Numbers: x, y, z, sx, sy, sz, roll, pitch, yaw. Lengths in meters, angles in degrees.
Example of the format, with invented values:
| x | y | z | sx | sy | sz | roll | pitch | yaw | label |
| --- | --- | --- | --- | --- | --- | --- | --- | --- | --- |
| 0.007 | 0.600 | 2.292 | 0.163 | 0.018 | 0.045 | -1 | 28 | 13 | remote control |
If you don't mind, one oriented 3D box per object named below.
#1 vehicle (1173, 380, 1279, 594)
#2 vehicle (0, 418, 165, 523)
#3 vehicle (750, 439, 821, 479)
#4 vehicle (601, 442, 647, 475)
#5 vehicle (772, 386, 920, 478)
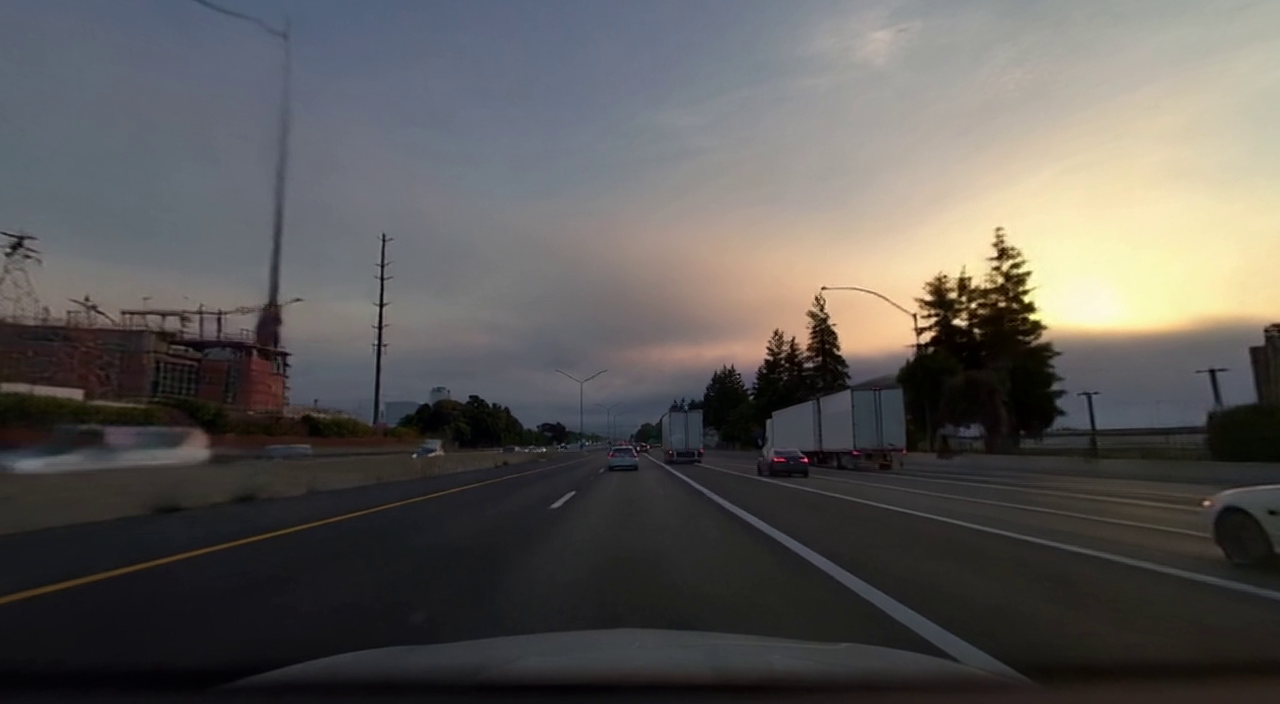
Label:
| x | y | z | sx | sy | sz | roll | pitch | yaw | label |
| --- | --- | --- | --- | --- | --- | --- | --- | --- | --- |
| 7.280 | 1.004 | 4.230 | 2.369 | 2.007 | 5.700 | 0 | -9 | 0 | vehicle |
| -12.786 | 2.345 | 12.679 | 2.179 | 1.895 | 5.631 | 0 | -9 | -1 | vehicle |
| 6.479 | 4.824 | 28.728 | 2.154 | 1.658 | 4.347 | 0 | -9 | -1 | vehicle |
| -0.782 | 5.285 | 31.544 | 2.163 | 1.551 | 4.180 | 0 | -9 | -1 | vehicle |
| 11.248 | 4.963 | 37.615 | 2.898 | 4.171 | 17.188 | 0 | -9 | -1 | vehicle |
